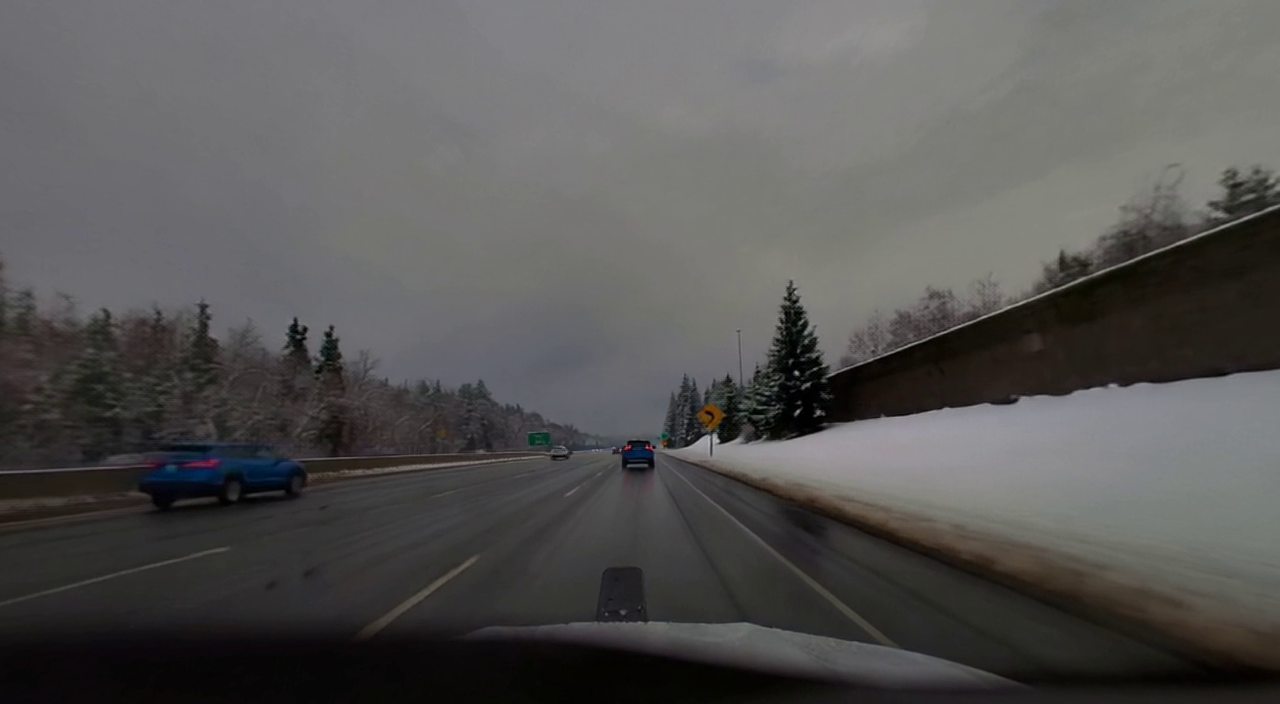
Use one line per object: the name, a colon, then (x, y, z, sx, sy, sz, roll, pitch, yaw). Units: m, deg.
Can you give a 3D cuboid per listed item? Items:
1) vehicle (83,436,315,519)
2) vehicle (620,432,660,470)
vehicle: (-10.287, 2.930, 15.366, 2.037, 1.661, 4.885, 0, -8, 1)
vehicle: (-0.007, 6.007, 38.390, 2.318, 2.145, 4.561, 0, -8, 0)
